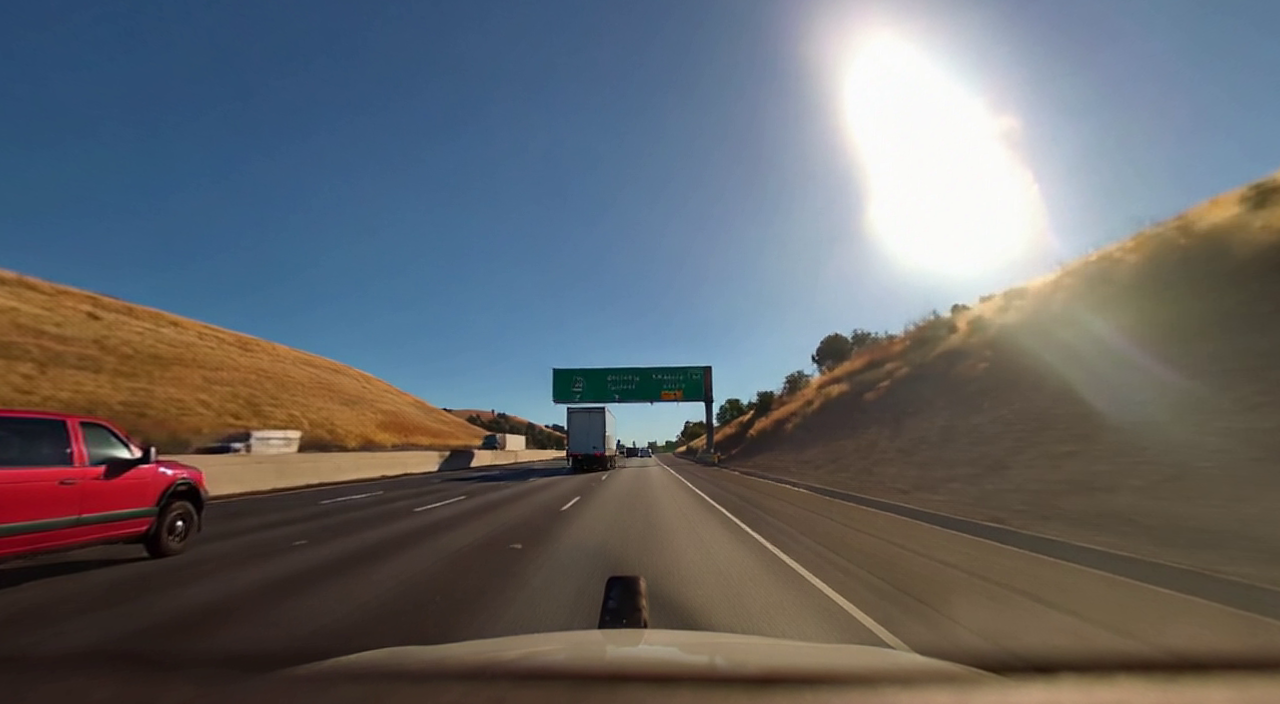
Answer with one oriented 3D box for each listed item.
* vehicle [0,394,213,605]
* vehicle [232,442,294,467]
[{"bbox_3d":[-6.810,1.333,5.711,2.175,1.860,5.236,0,-8,0],"label":"vehicle"},{"bbox_3d":[-23.225,6.339,38.983,1.582,1.421,3.587,-1,-9,1],"label":"vehicle"}]
